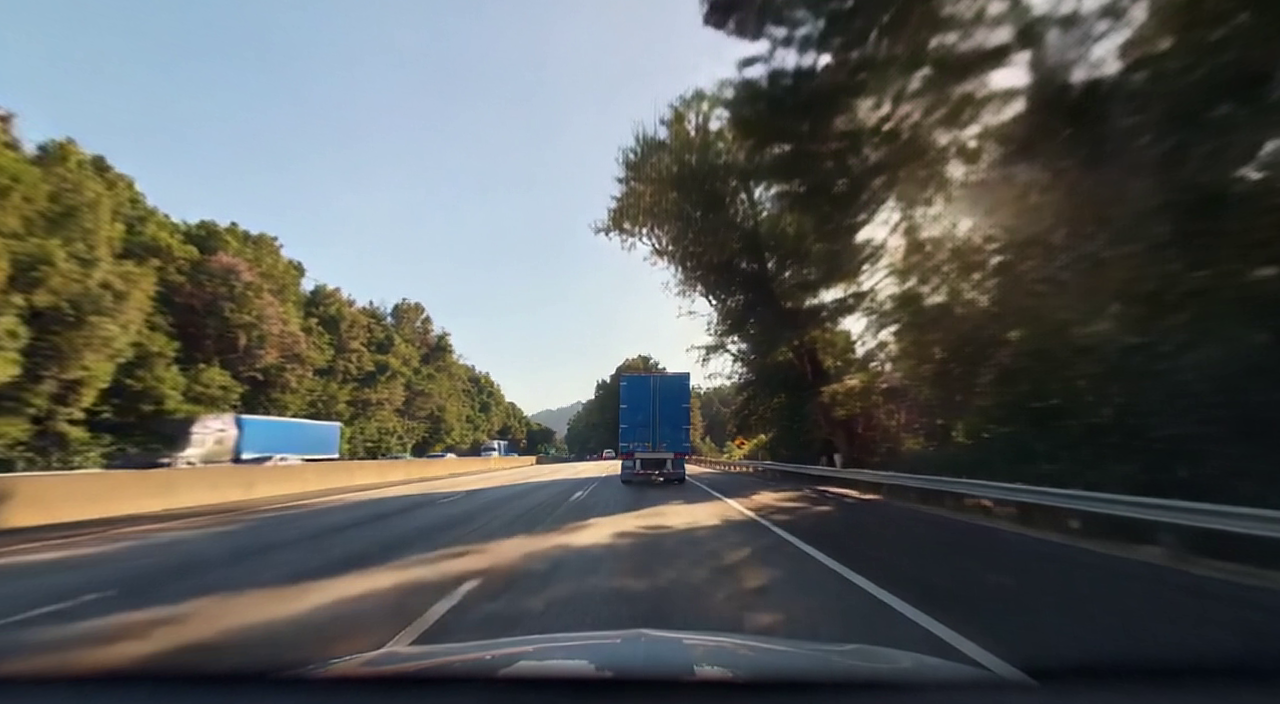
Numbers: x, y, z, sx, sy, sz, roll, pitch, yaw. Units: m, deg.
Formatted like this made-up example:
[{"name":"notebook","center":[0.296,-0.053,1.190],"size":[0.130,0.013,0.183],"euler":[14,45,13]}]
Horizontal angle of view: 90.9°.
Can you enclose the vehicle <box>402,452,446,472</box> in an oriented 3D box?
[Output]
[{"name":"vehicle","center":[-15.937,8.109,46.665],"size":[1.833,1.421,4.005],"euler":[0,-9,0]}]

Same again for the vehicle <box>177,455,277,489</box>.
[{"name":"vehicle","center":[-19.597,5.685,30.168],"size":[1.809,1.437,4.370],"euler":[0,-9,0]}]

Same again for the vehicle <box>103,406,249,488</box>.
[{"name":"vehicle","center":[-23.882,4.952,32.919],"size":[3.064,3.891,5.775],"euler":[0,-9,-1]}]

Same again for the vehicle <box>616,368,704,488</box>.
[{"name":"vehicle","center":[0.609,3.271,25.934],"size":[2.898,3.973,10.063],"euler":[0,-9,0]}]
